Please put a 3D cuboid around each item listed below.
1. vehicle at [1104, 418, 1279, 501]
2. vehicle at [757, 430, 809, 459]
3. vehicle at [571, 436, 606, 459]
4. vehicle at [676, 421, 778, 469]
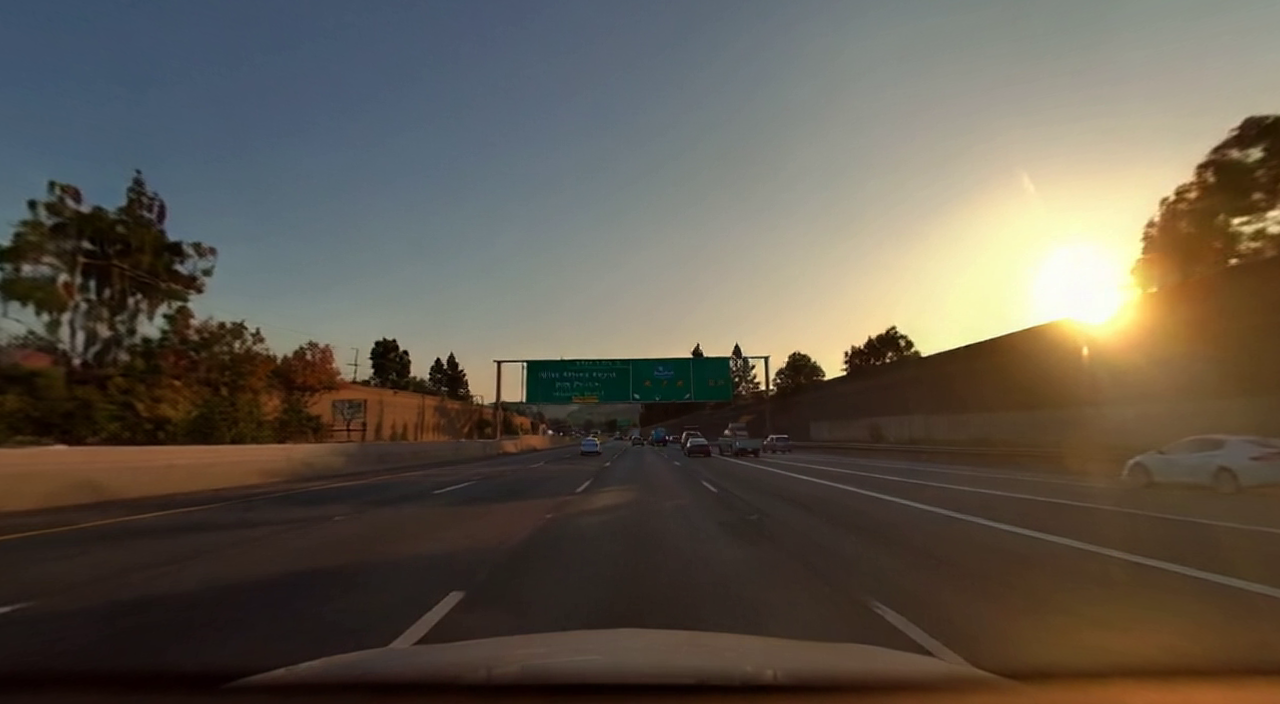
[{"bbox_3d":[15.055,2.626,15.592,2.261,1.824,5.678,1,-8,-8],"label":"vehicle"},{"bbox_3d":[10.126,6.633,45.148,2.184,1.873,5.466,0,-8,-3],"label":"vehicle"},{"bbox_3d":[-3.482,6.548,43.283,2.066,1.500,4.415,0,-8,0],"label":"vehicle"},{"bbox_3d":[4.024,4.908,33.267,3.042,2.004,14.051,0,-8,-2],"label":"vehicle"}]
